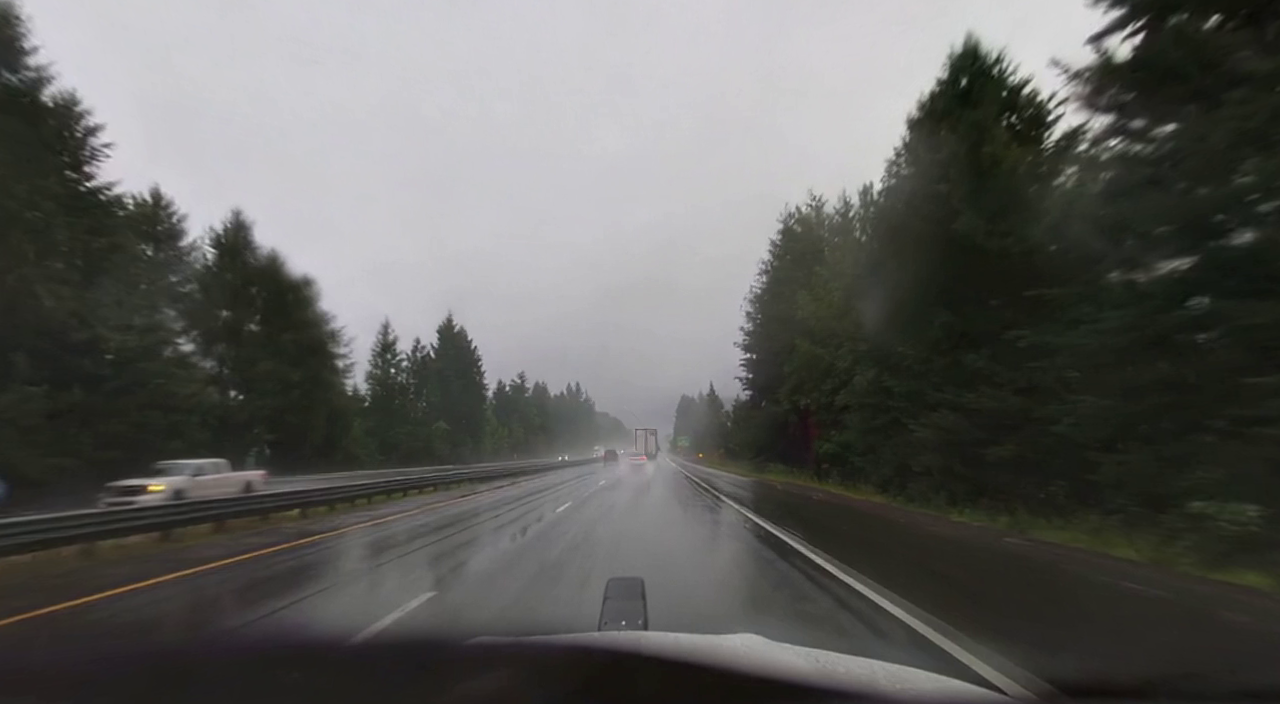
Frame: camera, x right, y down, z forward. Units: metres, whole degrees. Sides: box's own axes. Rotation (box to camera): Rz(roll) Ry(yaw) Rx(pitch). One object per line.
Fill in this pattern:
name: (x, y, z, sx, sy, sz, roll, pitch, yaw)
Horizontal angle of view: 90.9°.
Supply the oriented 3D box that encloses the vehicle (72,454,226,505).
vehicle: (-15.457, 3.991, 20.145, 1.784, 1.425, 3.783, 0, -9, 1)
